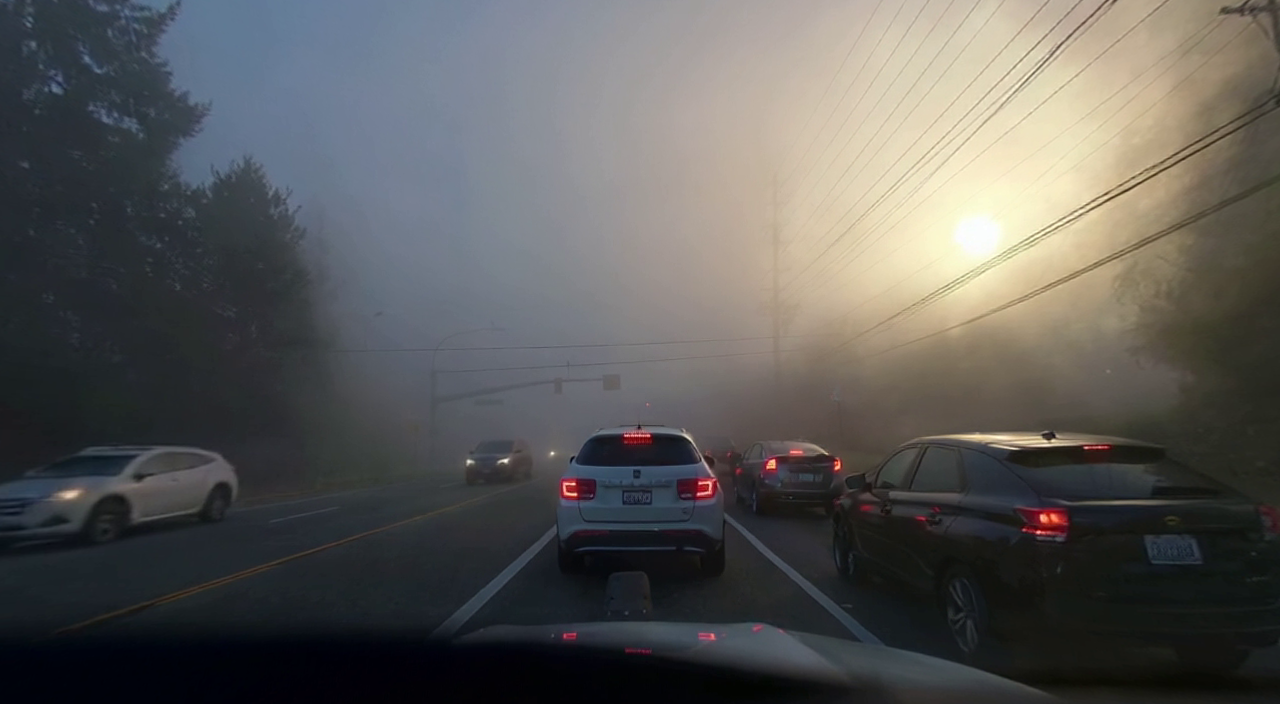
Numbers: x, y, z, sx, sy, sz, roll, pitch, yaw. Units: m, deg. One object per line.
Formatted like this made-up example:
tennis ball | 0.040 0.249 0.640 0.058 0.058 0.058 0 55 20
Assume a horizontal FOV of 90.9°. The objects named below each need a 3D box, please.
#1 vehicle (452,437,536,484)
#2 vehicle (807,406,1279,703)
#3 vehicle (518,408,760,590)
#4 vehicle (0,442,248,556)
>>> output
vehicle | -5.955 4.493 26.375 2.253 1.751 4.700 -1 -8 2
vehicle | 2.881 1.306 4.988 1.950 1.487 4.275 0 -8 0
vehicle | 0.005 1.658 7.909 2.200 1.653 4.127 0 -8 1
vehicle | -10.036 2.599 12.029 2.003 1.705 4.747 0 -8 1
